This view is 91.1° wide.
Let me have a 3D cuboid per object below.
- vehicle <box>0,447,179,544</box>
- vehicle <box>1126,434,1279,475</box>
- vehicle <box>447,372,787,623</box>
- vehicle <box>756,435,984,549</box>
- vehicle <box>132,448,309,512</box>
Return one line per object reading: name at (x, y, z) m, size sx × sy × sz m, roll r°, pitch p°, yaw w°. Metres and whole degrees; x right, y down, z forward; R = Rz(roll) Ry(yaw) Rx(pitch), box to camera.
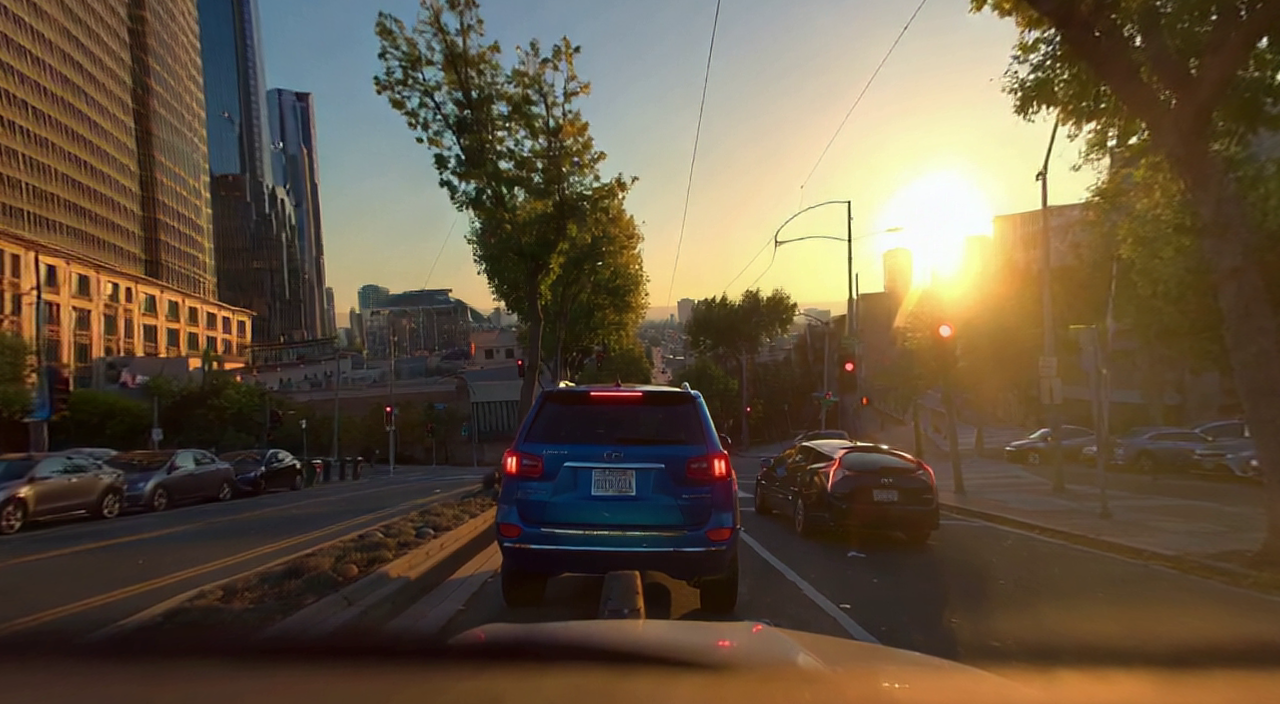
vehicle at (-12.543, 2.912, 13.463) m, size 1.891 × 1.723 × 4.360 m, roll 0°, pitch -8°, yaw 1°
vehicle at (22.159, 4.045, 24.974) m, size 4.055 × 1.469 × 1.848 m, roll -4°, pitch -9°, yaw 26°
vehicle at (-0.156, 1.368, 6.790) m, size 2.453 × 1.816 × 4.300 m, roll 0°, pitch -8°, yaw 0°
vehicle at (3.301, 2.086, 10.083) m, size 2.056 × 1.422 × 4.130 m, roll 0°, pitch -8°, yaw -1°
vehicle at (-12.454, 3.785, 19.135) m, size 2.207 × 1.648 × 4.675 m, roll 0°, pitch -8°, yaw -1°
